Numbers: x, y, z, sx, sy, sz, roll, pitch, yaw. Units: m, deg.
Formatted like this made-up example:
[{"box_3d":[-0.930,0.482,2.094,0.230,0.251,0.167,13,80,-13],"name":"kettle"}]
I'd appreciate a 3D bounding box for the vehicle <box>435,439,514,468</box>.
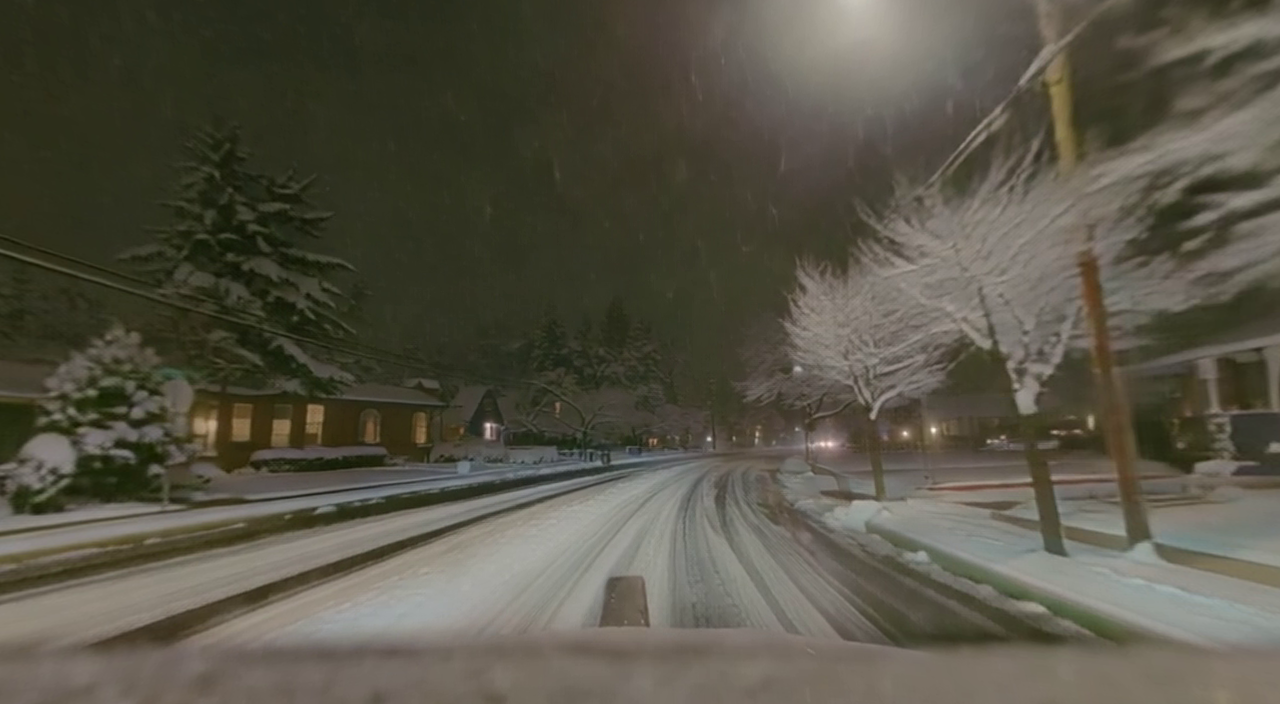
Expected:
[{"box_3d":[-10.049,6.163,38.456,4.485,1.663,2.111,2,-9,-13],"name":"vehicle"}]
